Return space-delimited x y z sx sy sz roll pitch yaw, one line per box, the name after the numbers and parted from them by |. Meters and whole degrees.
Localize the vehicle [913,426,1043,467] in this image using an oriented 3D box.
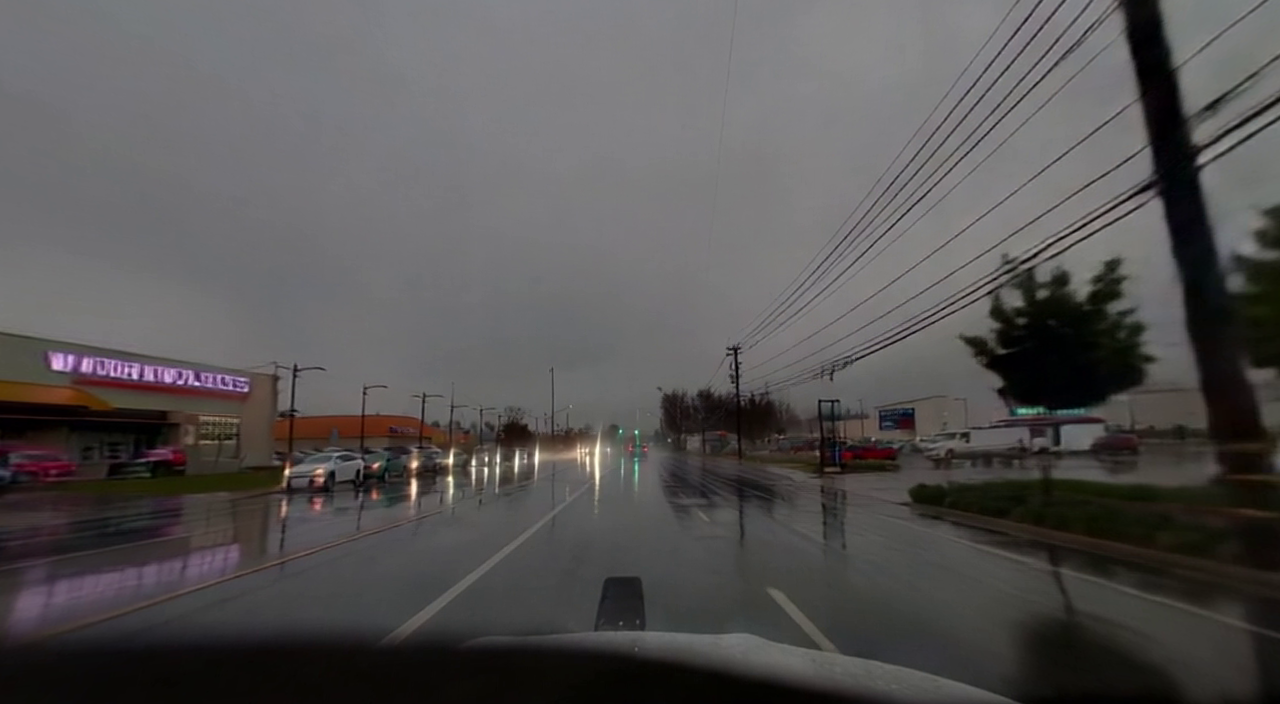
15.349 4.303 28.923 4.667 1.775 2.199 0 -9 -1 | vehicle

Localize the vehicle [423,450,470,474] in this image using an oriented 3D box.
-13.712 7.817 45.013 1.901 1.552 4.541 0 -8 0 | vehicle

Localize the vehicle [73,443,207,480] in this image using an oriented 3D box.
-23.942 5.251 30.469 4.527 1.679 2.055 3 -9 -18 | vehicle

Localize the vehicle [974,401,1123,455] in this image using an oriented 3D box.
29.567 5.579 45.987 8.821 3.745 2.909 0 -9 -3 | vehicle

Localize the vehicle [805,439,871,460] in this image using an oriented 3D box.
14.980 7.397 47.883 4.300 1.431 1.937 -2 -7 1 | vehicle

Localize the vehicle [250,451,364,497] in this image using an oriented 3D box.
-13.763 5.015 26.526 2.014 1.523 5.092 -3 -8 1 | vehicle

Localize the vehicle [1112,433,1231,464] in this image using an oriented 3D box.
26.894 4.889 32.052 4.367 1.458 1.857 0 -9 -3 | vehicle

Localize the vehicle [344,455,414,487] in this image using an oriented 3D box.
-13.631 6.197 33.280 1.791 1.377 4.807 -2 -8 -1 | vehicle
